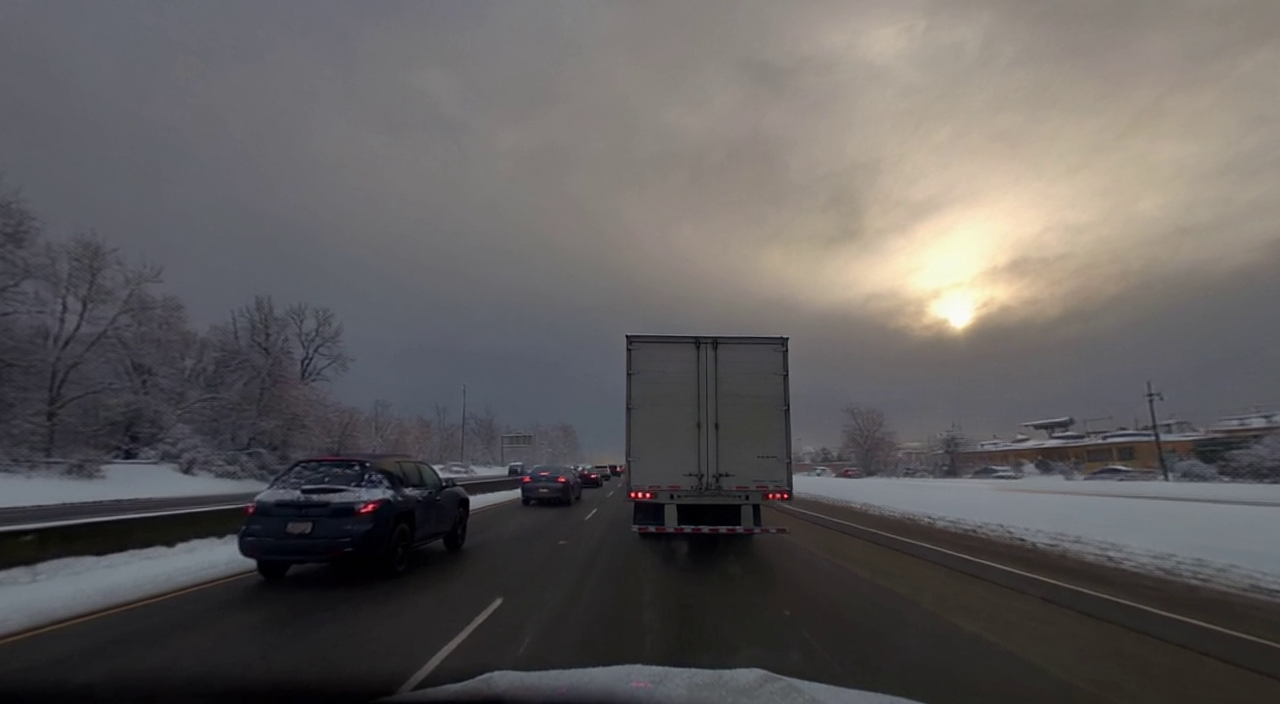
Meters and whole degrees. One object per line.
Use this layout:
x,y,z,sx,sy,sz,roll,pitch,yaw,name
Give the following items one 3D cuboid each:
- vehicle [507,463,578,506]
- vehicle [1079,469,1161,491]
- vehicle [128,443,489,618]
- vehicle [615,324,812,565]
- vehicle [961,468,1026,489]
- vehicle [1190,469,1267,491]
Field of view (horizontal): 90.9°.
-3.672,5.127,24.600,1.964,1.482,4.371,0,-11,1,vehicle
34.725,9.278,45.683,4.299,1.465,1.807,-1,-11,8,vehicle
-3.517,2.026,8.011,1.983,1.509,4.679,1,-11,1,vehicle
1.054,2.111,13.669,2.831,3.529,8.689,1,-11,0,vehicle
27.471,9.833,49.053,4.107,1.485,1.796,-4,-11,21,vehicle
42.537,9.251,45.567,3.974,1.485,1.709,1,-11,-4,vehicle
